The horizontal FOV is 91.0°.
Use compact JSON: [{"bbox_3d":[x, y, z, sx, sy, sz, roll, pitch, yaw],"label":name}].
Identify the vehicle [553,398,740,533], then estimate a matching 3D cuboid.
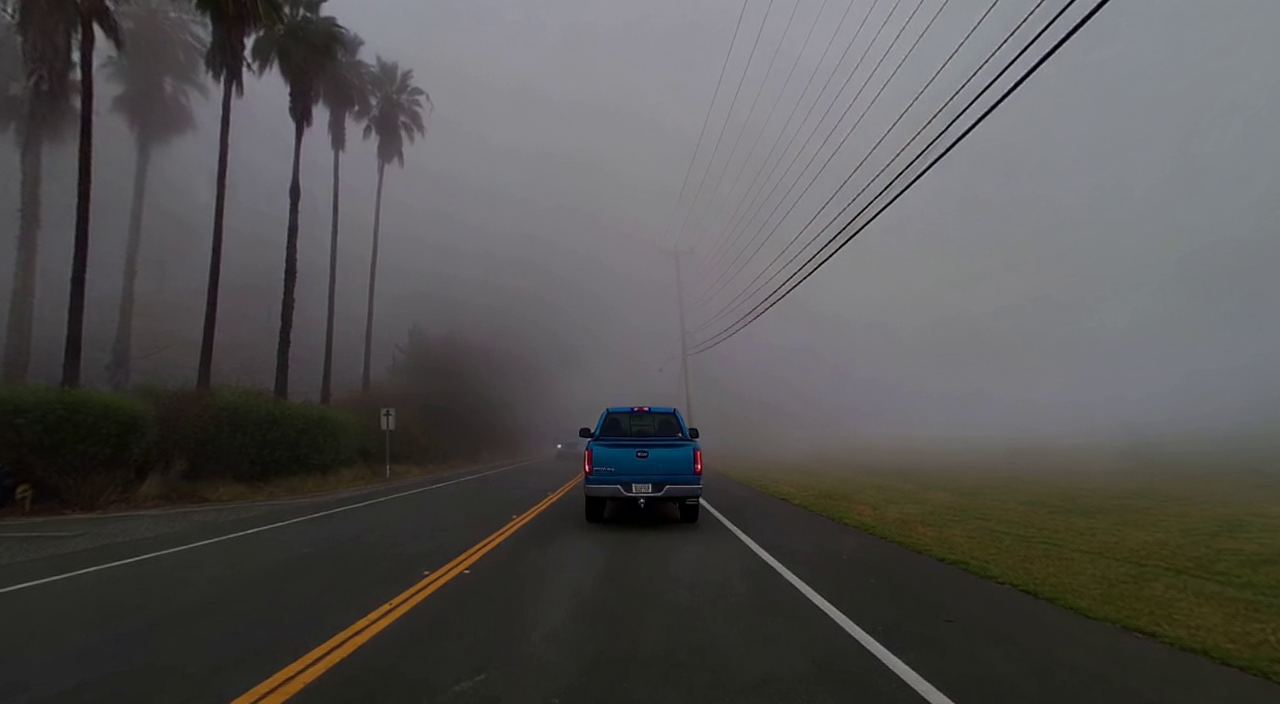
[{"bbox_3d":[0.068,2.146,12.470,2.803,2.005,5.885,0,-8,-1],"label":"vehicle"}]
